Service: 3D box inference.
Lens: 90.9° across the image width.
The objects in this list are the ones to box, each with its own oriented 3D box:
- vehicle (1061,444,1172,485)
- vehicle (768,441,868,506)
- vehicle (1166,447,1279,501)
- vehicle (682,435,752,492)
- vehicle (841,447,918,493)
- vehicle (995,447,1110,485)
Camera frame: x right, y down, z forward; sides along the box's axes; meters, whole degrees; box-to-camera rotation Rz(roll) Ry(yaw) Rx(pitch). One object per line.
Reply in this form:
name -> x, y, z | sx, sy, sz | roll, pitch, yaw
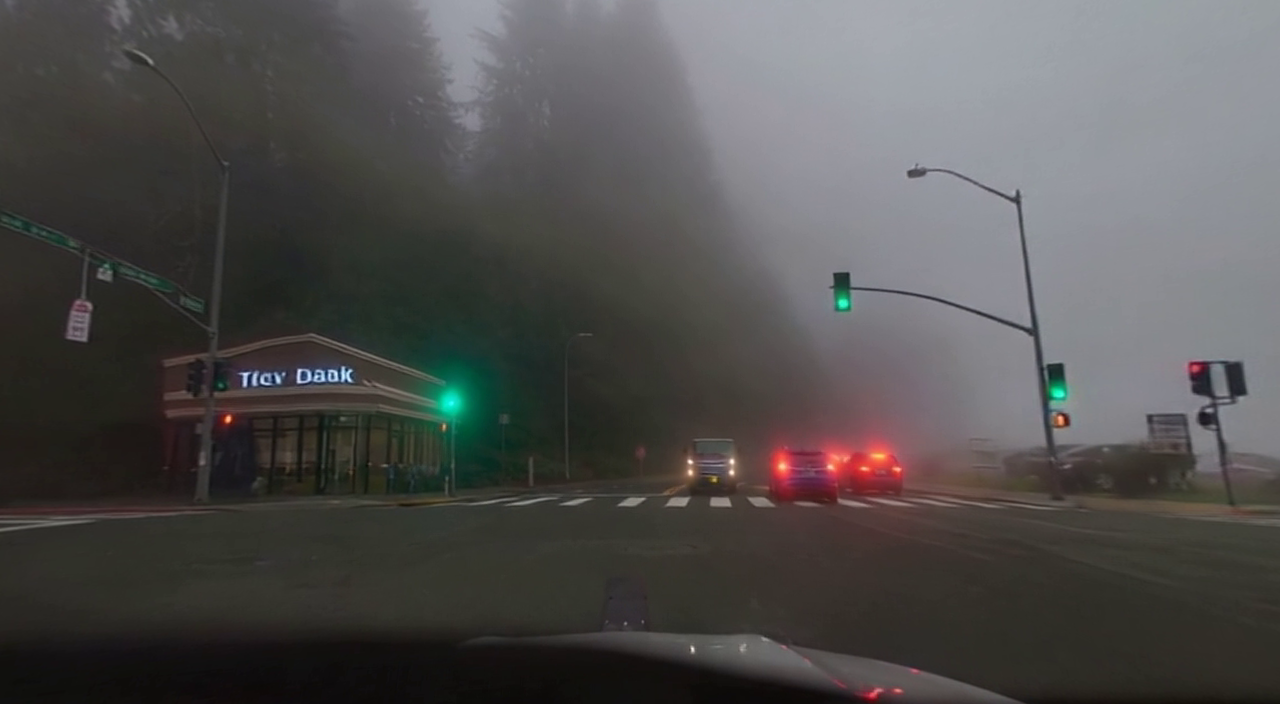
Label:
vehicle -> 21.539, 5.071, 28.670 | 1.748, 1.695, 3.640 | 2, -9, -13
vehicle -> 5.290, 3.640, 19.448 | 2.048, 1.725, 4.754 | -1, -9, 4
vehicle -> 18.772, 3.863, 20.363 | 1.875, 1.543, 3.853 | -5, -10, 28
vehicle -> 2.850, 4.268, 24.554 | 2.390, 1.948, 5.344 | -1, -9, 4
vehicle -> 9.617, 4.742, 25.661 | 1.792, 1.682, 4.089 | -1, -9, 5
vehicle -> 18.890, 5.187, 29.101 | 1.924, 1.579, 4.084 | 2, -9, -17
